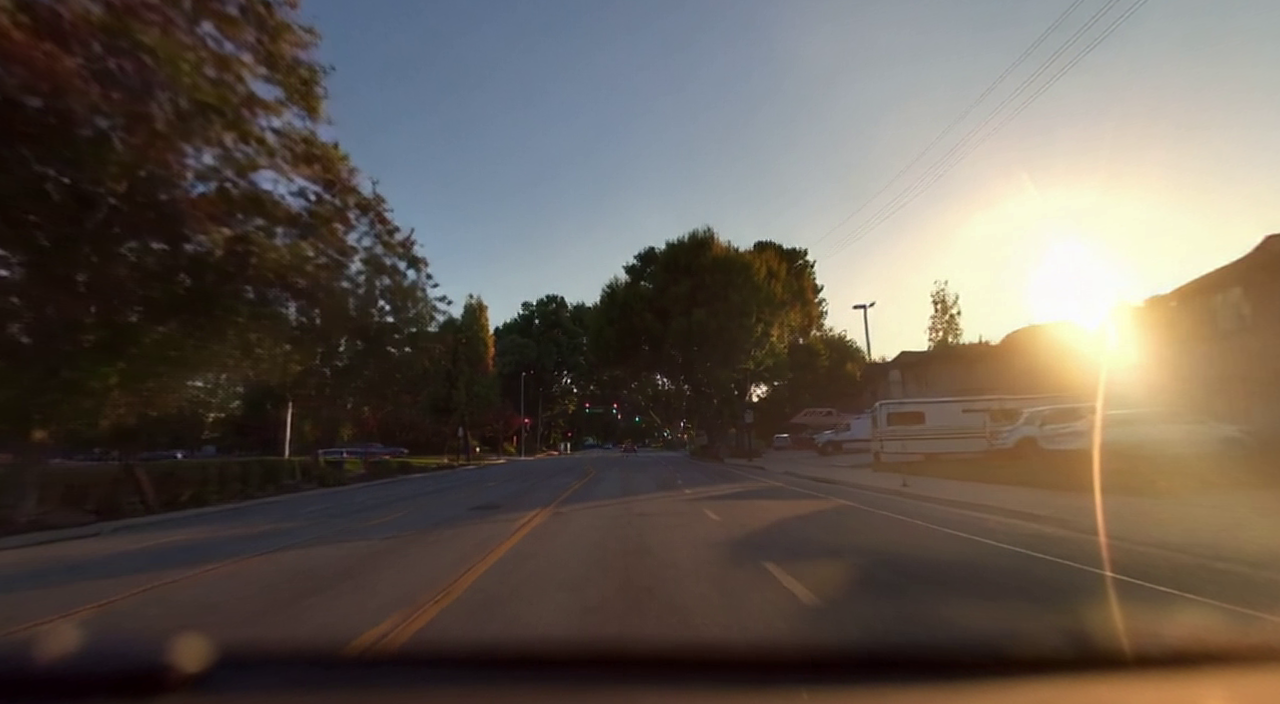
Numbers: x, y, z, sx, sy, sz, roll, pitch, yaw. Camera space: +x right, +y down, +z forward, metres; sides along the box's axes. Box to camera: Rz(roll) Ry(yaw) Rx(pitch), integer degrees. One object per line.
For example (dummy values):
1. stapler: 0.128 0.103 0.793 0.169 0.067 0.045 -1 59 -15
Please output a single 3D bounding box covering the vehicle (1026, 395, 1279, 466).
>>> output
1. vehicle: 15.537 2.427 19.305 5.979 2.037 2.159 0 -9 0
